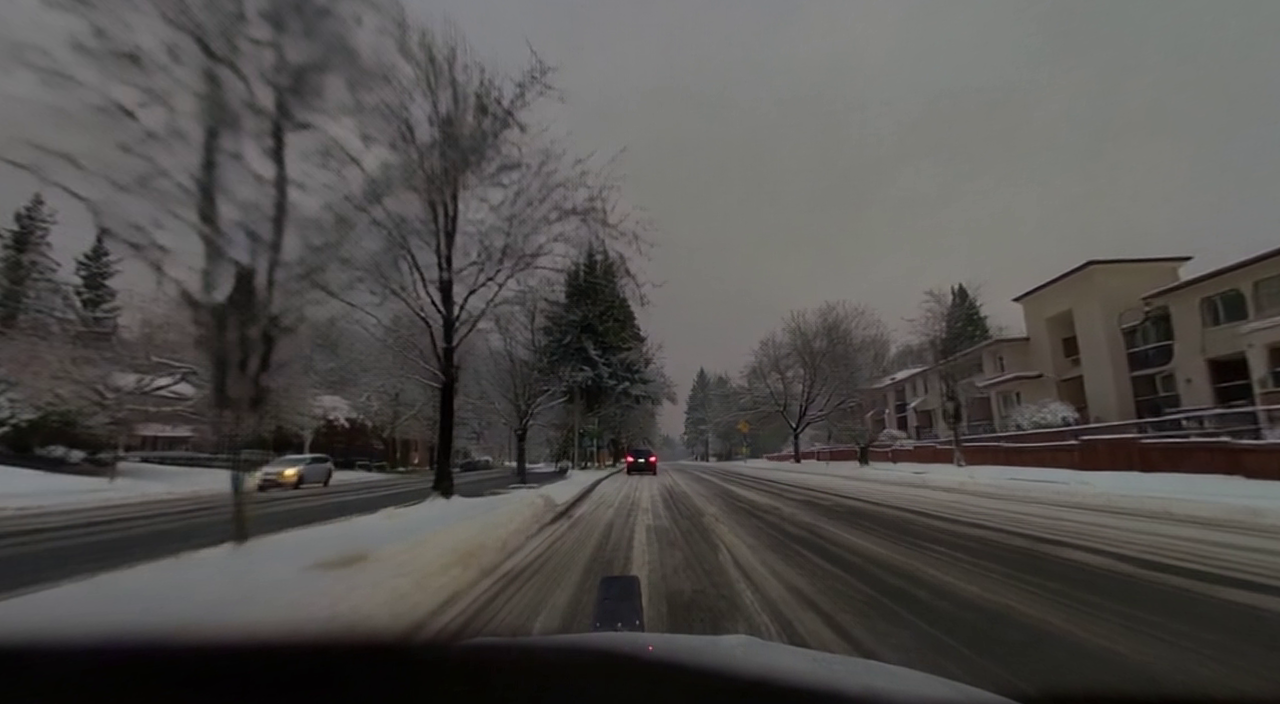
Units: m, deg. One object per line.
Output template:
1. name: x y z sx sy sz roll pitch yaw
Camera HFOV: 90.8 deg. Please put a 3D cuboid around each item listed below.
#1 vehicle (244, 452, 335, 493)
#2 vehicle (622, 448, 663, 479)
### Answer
1. vehicle: -18.318 6.272 33.340 2.048 1.955 4.692 0 -9 1
2. vehicle: 0.169 6.033 34.536 2.093 1.591 4.247 0 -9 1
